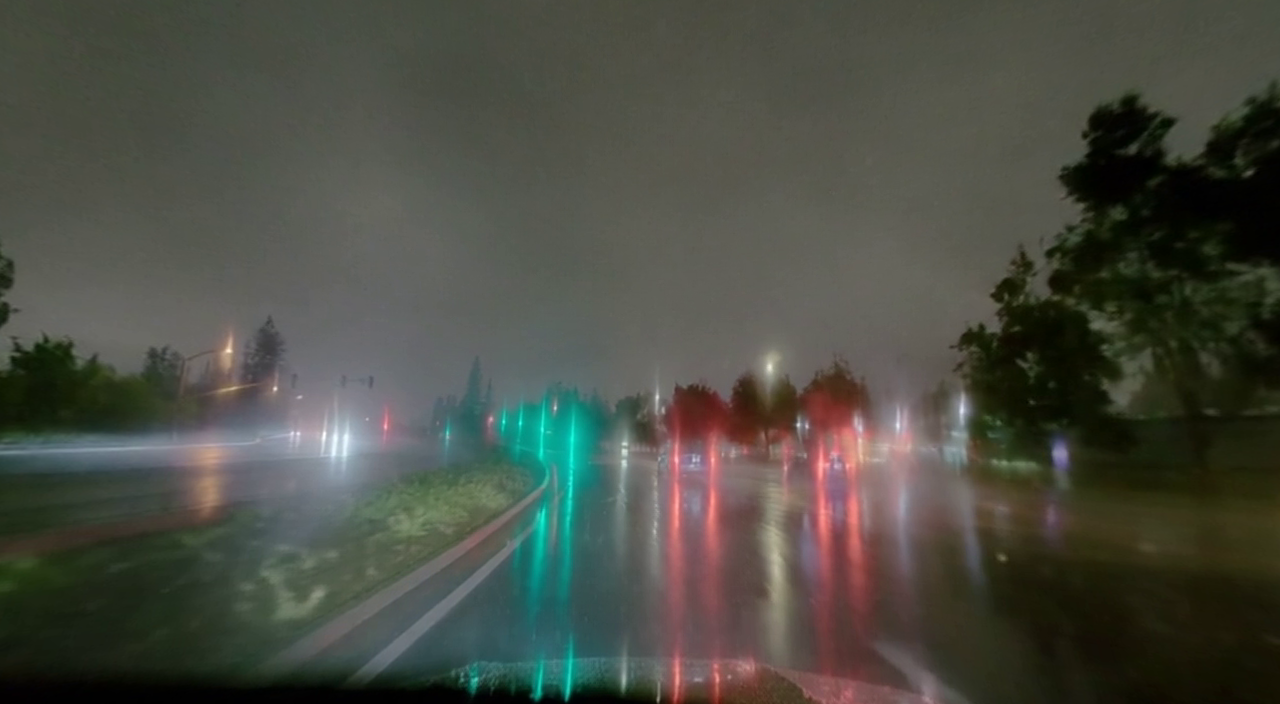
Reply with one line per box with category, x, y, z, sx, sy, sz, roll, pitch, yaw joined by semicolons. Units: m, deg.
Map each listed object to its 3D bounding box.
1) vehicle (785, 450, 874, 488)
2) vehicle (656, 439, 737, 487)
vehicle;8.158;5.052;27.712;1.940;1.460;4.652;1;-8;-8
vehicle;2.017;4.183;24.131;2.122;1.646;4.525;1;-8;-7
